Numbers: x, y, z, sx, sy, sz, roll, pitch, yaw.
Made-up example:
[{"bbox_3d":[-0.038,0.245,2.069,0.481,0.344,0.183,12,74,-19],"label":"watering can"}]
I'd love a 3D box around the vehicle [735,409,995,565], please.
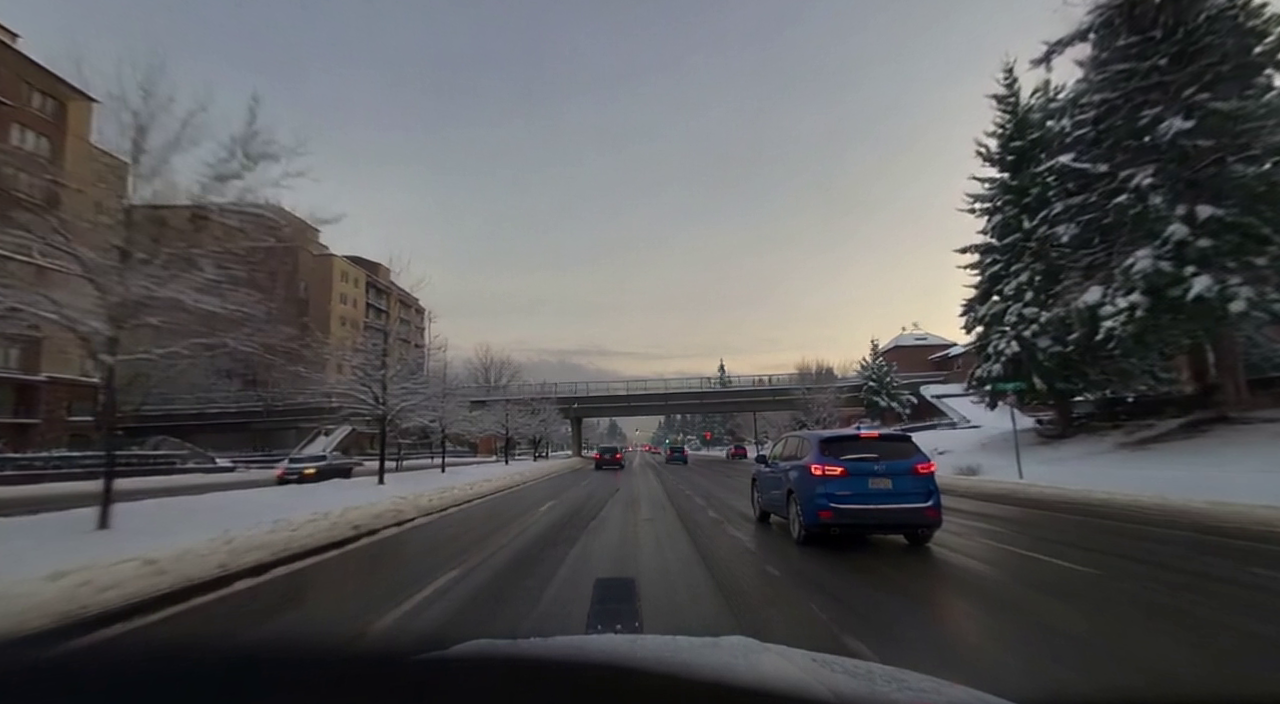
[{"bbox_3d":[2.911,1.884,9.561,2.130,1.741,4.665,0,-9,-1],"label":"vehicle"}]

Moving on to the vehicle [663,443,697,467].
[{"bbox_3d":[2.997,7.815,48.027,2.165,1.708,3.928,0,-9,-2],"label":"vehicle"}]

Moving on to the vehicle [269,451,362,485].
[{"bbox_3d":[-15.508,5.548,30.529,1.935,1.477,4.703,0,-9,1],"label":"vehicle"}]

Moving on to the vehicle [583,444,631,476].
[{"bbox_3d":[-1.619,5.568,32.784,2.173,1.498,4.528,0,-9,1],"label":"vehicle"}]
